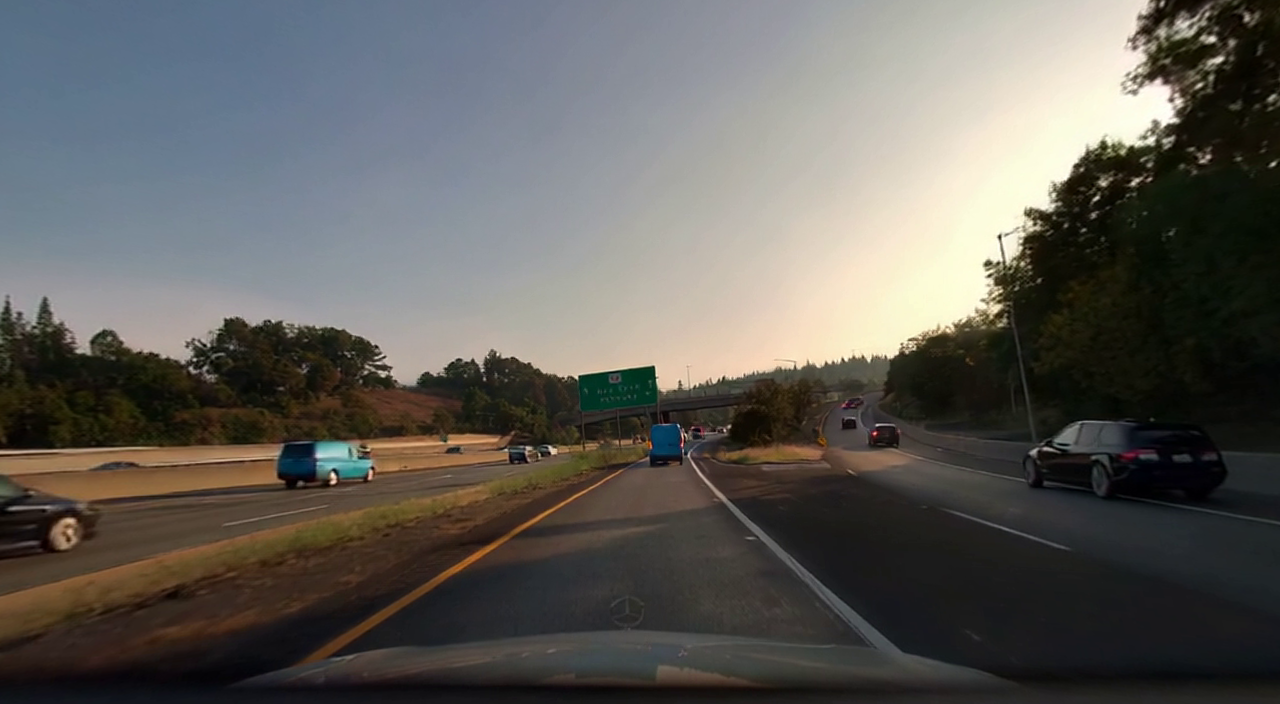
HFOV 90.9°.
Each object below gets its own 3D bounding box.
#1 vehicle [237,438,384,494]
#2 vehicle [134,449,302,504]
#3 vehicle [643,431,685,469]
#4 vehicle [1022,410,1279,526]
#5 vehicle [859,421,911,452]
[{"bbox_3d":[-13.054,4.512,25.682,2.298,1.964,6.364,-1,-8,3],"label":"vehicle"},{"bbox_3d":[-13.419,3.950,20.458,2.747,1.505,3.932,-1,-8,0],"label":"vehicle"},{"bbox_3d":[1.248,5.192,33.688,2.043,1.821,4.558,-1,-8,1],"label":"vehicle"},{"bbox_3d":[9.177,2.007,11.480,2.098,1.654,4.637,-2,-8,9],"label":"vehicle"},{"bbox_3d":[15.238,5.287,39.542,2.167,1.798,4.838,-2,-8,11],"label":"vehicle"}]
